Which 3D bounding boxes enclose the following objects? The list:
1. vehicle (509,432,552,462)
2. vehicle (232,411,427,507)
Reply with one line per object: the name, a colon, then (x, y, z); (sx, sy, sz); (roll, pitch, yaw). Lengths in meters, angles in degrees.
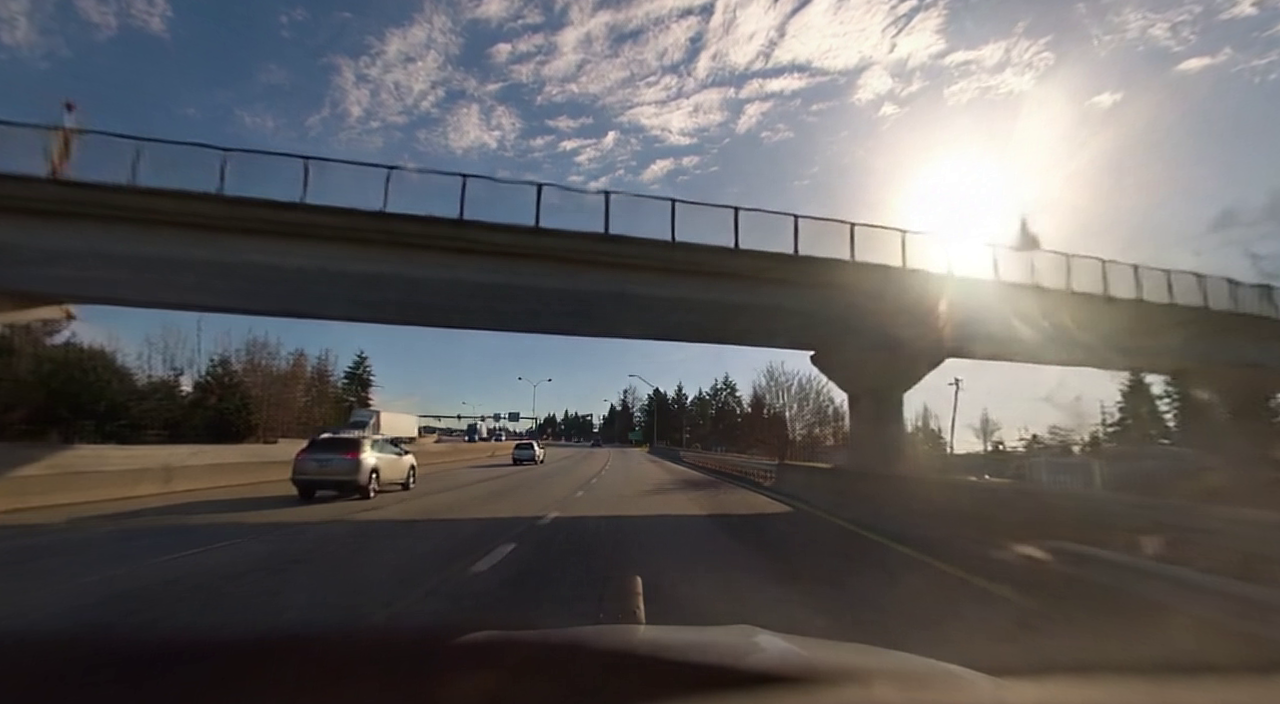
vehicle: (-7.239, 6.308, 41.864); (1.956, 1.888, 4.512); (0, -8, 1)
vehicle: (-7.075, 2.480, 15.090); (2.188, 1.896, 4.810); (0, -8, 0)
